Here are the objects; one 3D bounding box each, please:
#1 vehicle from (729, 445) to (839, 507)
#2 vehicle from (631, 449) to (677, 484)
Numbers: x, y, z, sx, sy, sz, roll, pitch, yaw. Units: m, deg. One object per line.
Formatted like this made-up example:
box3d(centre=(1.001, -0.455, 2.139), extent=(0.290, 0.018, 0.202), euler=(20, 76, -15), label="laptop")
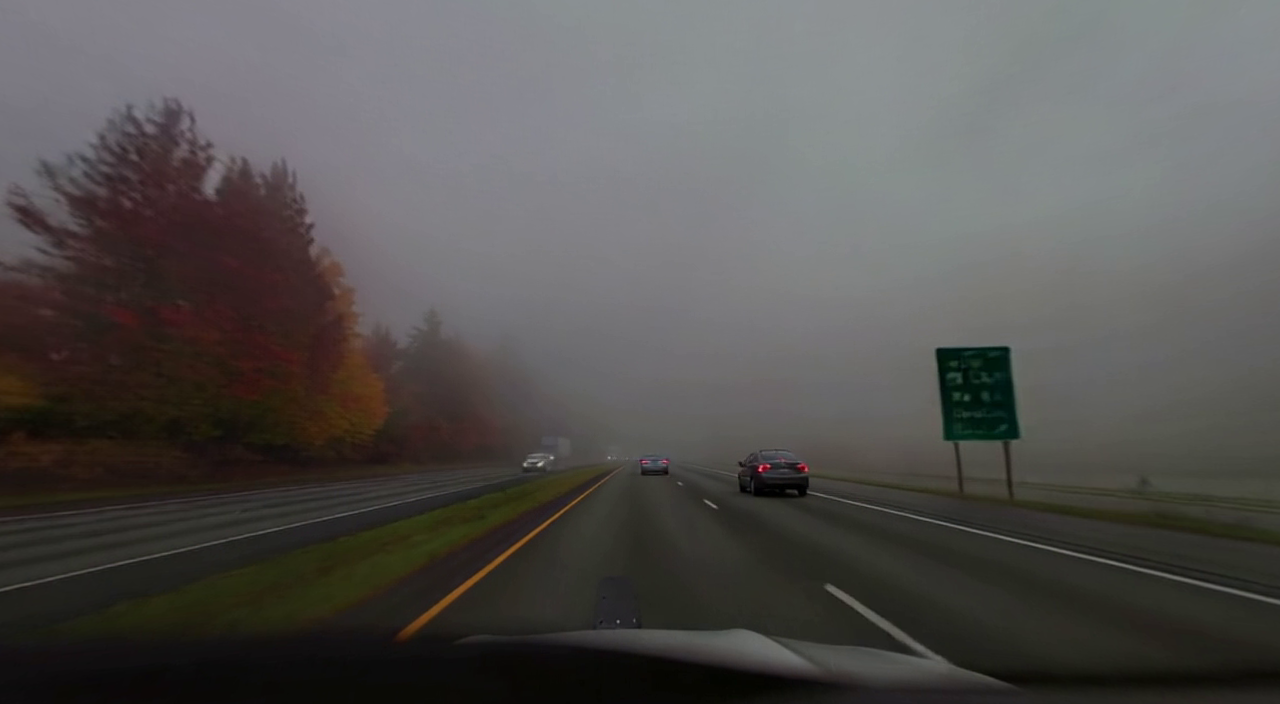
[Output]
box3d(centre=(3.949, 3.474, 18.007), extent=(2.119, 1.557, 4.163), euler=(0, -9, 0), label="vehicle")
box3d(centre=(0.653, 5.491, 30.381), extent=(2.070, 1.546, 4.648), euler=(0, -9, 1), label="vehicle")
